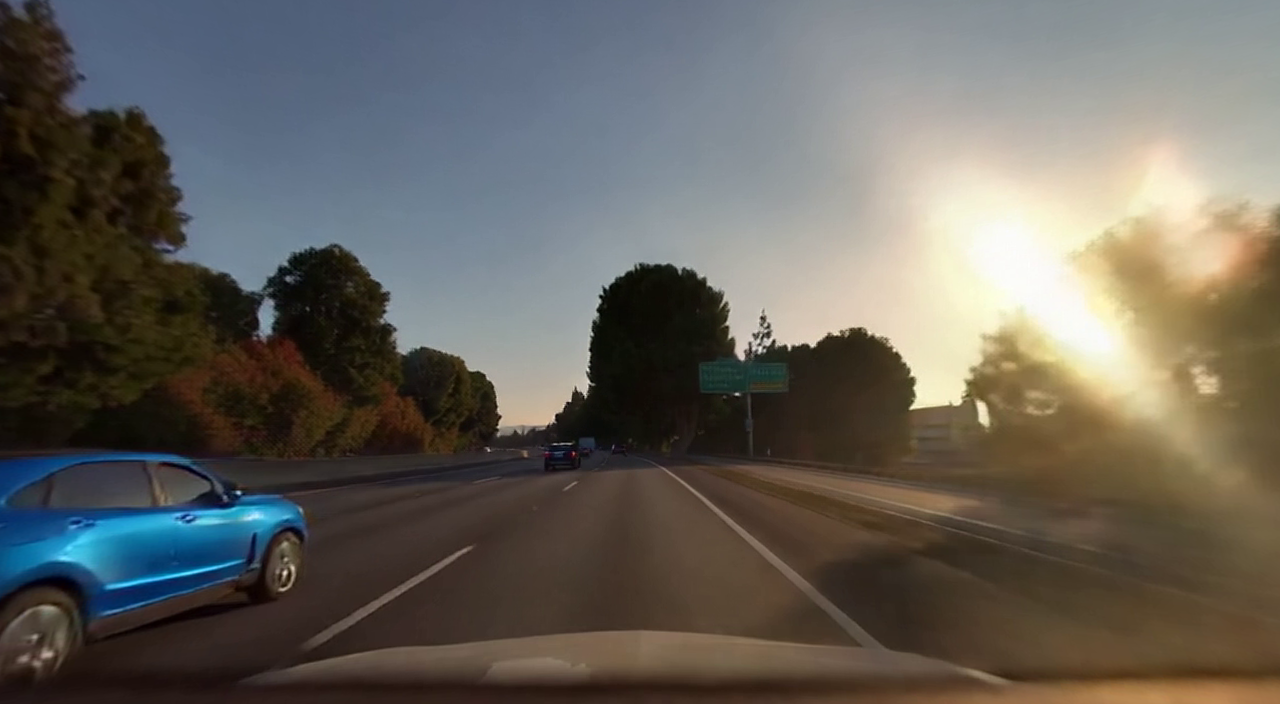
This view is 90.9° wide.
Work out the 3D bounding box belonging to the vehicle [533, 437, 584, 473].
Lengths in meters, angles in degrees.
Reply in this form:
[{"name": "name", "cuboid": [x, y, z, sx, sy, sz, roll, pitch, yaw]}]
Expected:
[{"name": "vehicle", "cuboid": [-4.242, 5.407, 33.440, 2.162, 1.724, 4.537, 0, -8, -1]}]
